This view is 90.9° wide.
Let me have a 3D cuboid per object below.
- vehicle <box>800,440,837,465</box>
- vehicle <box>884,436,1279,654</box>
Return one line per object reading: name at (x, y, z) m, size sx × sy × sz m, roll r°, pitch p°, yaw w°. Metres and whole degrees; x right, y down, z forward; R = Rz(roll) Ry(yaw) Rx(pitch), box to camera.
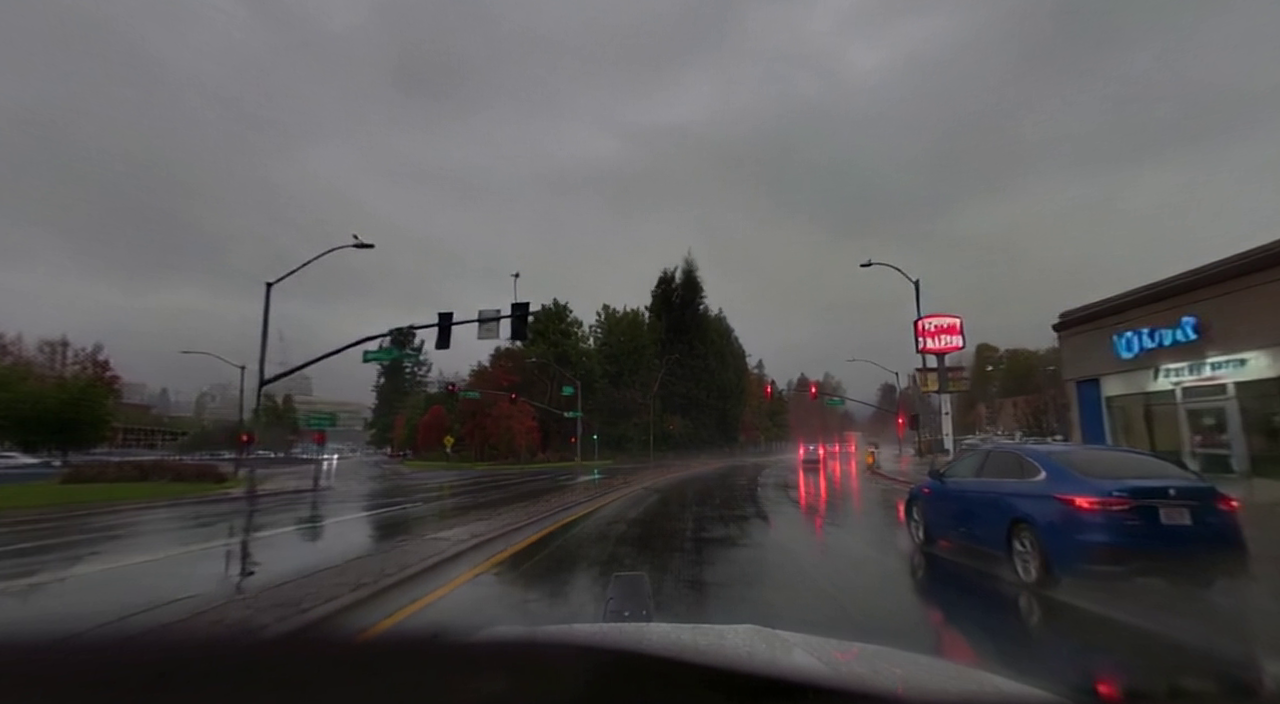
vehicle at (12.802, 7.158, 45.001) m, size 2.311 × 1.715 × 4.287 m, roll -3°, pitch -9°, yaw 18°
vehicle at (4.329, 1.659, 6.584) m, size 1.938 × 1.466 × 4.434 m, roll 0°, pitch -9°, yaw 2°
